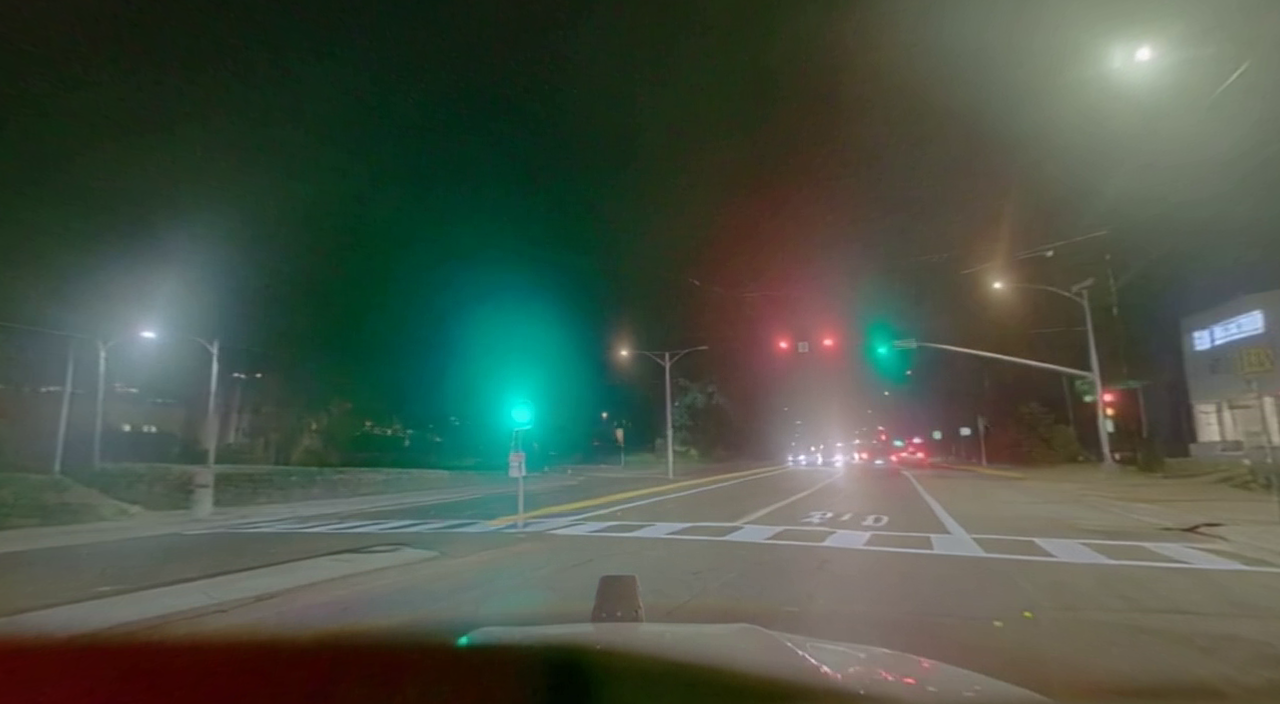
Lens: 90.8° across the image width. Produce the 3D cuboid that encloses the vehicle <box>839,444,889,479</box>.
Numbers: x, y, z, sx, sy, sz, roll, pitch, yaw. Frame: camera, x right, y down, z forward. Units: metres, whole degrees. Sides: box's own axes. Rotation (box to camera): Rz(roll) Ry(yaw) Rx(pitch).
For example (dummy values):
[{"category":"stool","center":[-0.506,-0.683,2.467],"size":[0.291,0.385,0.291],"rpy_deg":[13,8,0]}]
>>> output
[{"category":"vehicle","center":[11.625,5.594,32.614],"size":[2.218,1.657,4.551],"rpy_deg":[-3,-9,21]}]
